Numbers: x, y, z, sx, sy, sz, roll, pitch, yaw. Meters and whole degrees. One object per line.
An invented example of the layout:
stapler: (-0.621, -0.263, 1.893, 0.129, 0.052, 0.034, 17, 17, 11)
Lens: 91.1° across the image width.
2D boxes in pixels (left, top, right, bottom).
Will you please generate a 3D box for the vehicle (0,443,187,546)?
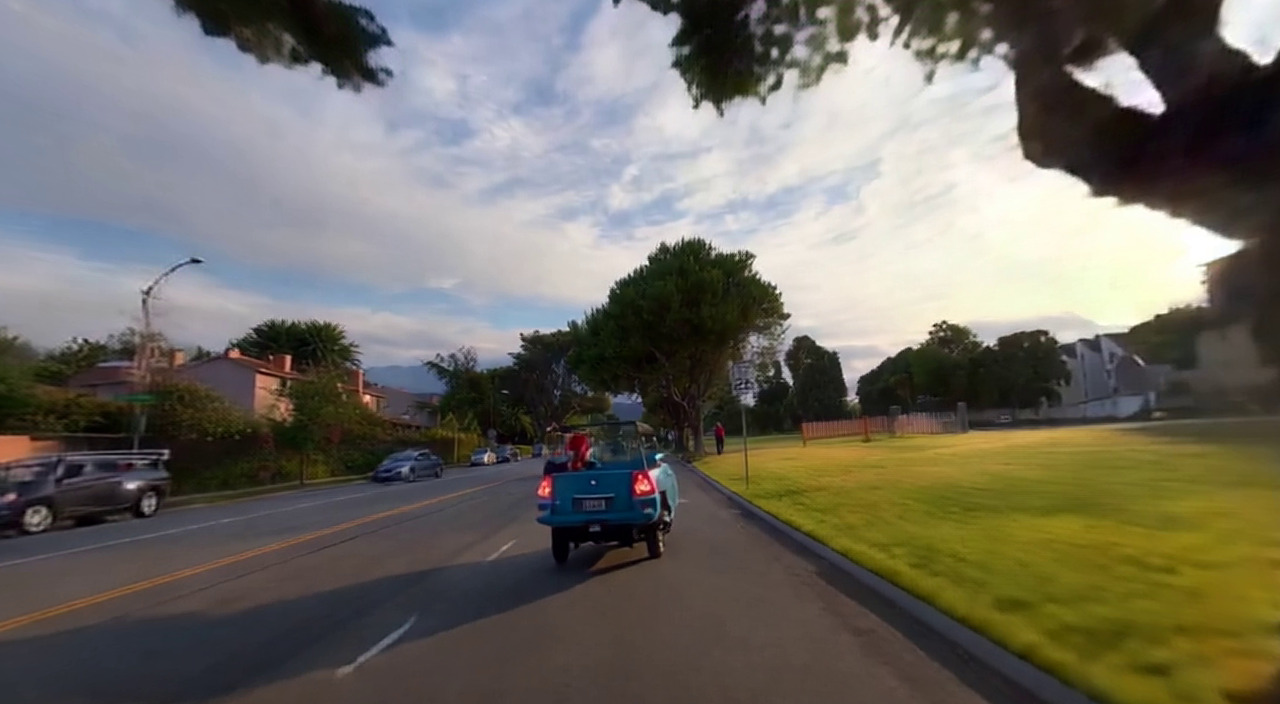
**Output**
vehicle: (-12.383, 2.870, 13.446, 1.928, 1.800, 4.632, 0, -8, -1)

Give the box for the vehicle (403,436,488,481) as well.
vehicle: (-8.606, 4.752, 28.361, 2.060, 1.785, 5.303, -2, -8, 1)

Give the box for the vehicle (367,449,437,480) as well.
vehicle: (-12.205, 5.800, 32.574, 1.887, 1.469, 4.691, 0, -9, -1)

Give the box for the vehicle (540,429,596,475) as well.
vehicle: (-3.025, 4.318, 27.243, 1.908, 1.809, 4.230, 0, -8, 1)
